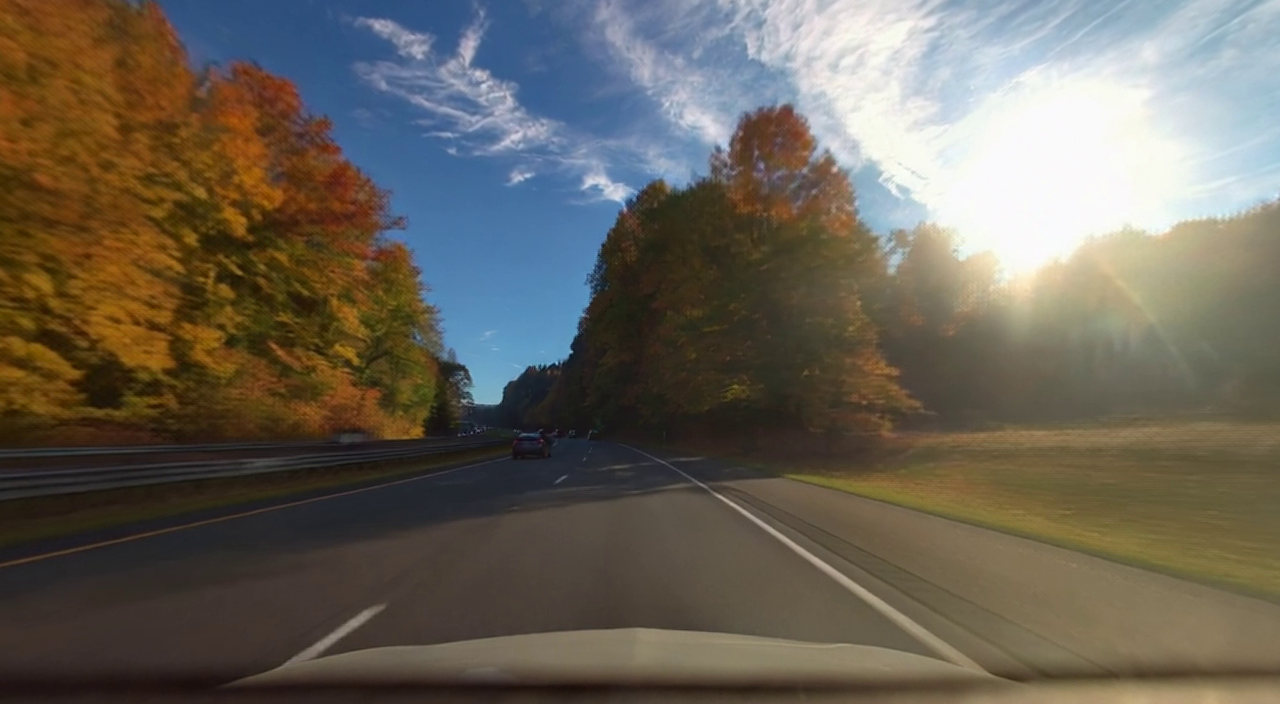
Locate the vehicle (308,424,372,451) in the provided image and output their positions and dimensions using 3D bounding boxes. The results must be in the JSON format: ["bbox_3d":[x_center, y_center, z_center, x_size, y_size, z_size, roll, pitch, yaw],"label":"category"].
[{"bbox_3d":[-18.008,5.161,37.972,1.900,1.517,4.102,0,-8,-1],"label":"vehicle"}]

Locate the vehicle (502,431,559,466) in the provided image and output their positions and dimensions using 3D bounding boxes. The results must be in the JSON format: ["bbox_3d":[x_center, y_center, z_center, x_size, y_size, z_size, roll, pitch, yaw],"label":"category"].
[{"bbox_3d":[-5.176,4.628,30.345,2.073,1.559,4.393,0,-8,-1],"label":"vehicle"}]
